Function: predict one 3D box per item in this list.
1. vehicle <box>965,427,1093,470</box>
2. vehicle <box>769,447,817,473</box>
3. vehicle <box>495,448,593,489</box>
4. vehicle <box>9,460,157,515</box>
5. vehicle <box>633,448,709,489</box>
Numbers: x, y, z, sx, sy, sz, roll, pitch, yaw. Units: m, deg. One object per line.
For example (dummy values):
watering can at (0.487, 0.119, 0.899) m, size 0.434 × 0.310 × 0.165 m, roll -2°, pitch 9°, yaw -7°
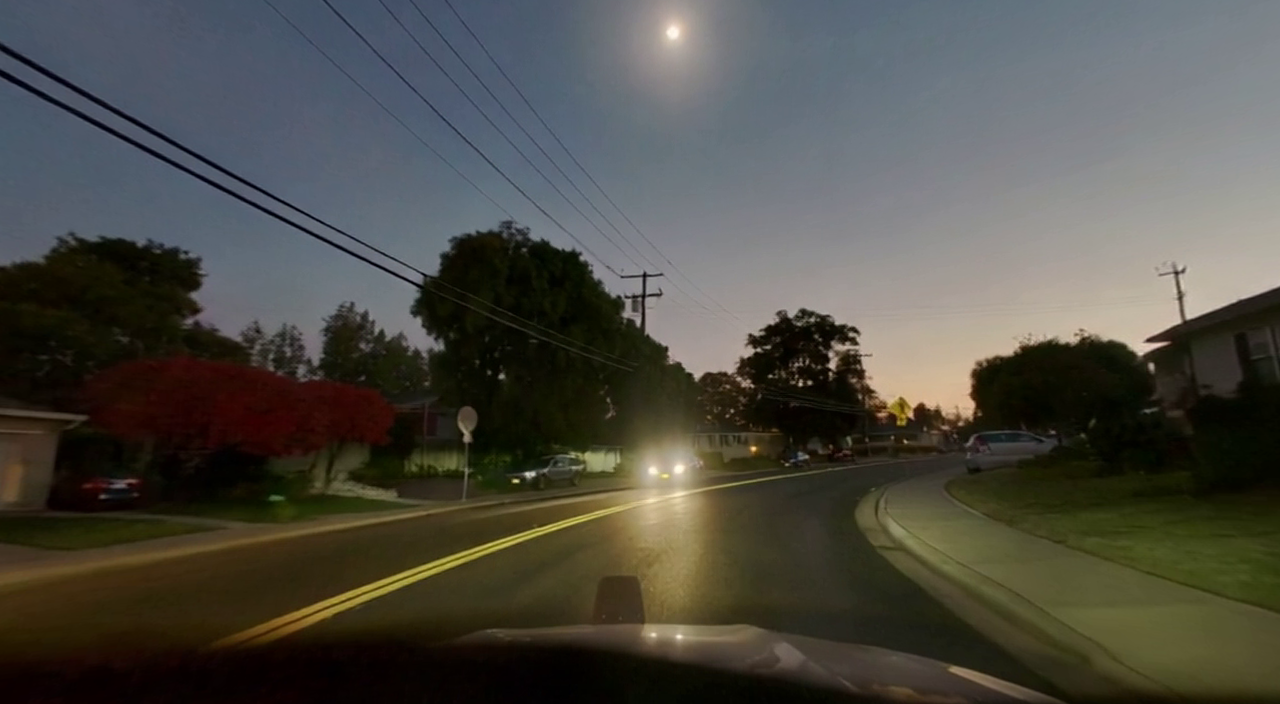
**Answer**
vehicle at (16.260, 4.101, 26.635) m, size 4.339 × 1.668 × 1.812 m, roll -5°, pitch -10°, yaw 28°
vehicle at (10.644, 7.539, 43.805) m, size 1.971 × 1.539 × 4.110 m, roll -6°, pitch -15°, yaw 33°
vehicle at (-4.774, 5.679, 31.129) m, size 4.758 × 1.802 × 2.155 m, roll -7°, pitch -12°, yaw 41°
vehicle at (-17.602, 4.222, 19.997) m, size 3.697 × 1.489 × 1.842 m, roll -3°, pitch -10°, yaw 21°
vehicle at (1.585, 5.700, 30.569) m, size 2.056 × 1.726 × 4.463 m, roll -7°, pitch -14°, yaw 25°
